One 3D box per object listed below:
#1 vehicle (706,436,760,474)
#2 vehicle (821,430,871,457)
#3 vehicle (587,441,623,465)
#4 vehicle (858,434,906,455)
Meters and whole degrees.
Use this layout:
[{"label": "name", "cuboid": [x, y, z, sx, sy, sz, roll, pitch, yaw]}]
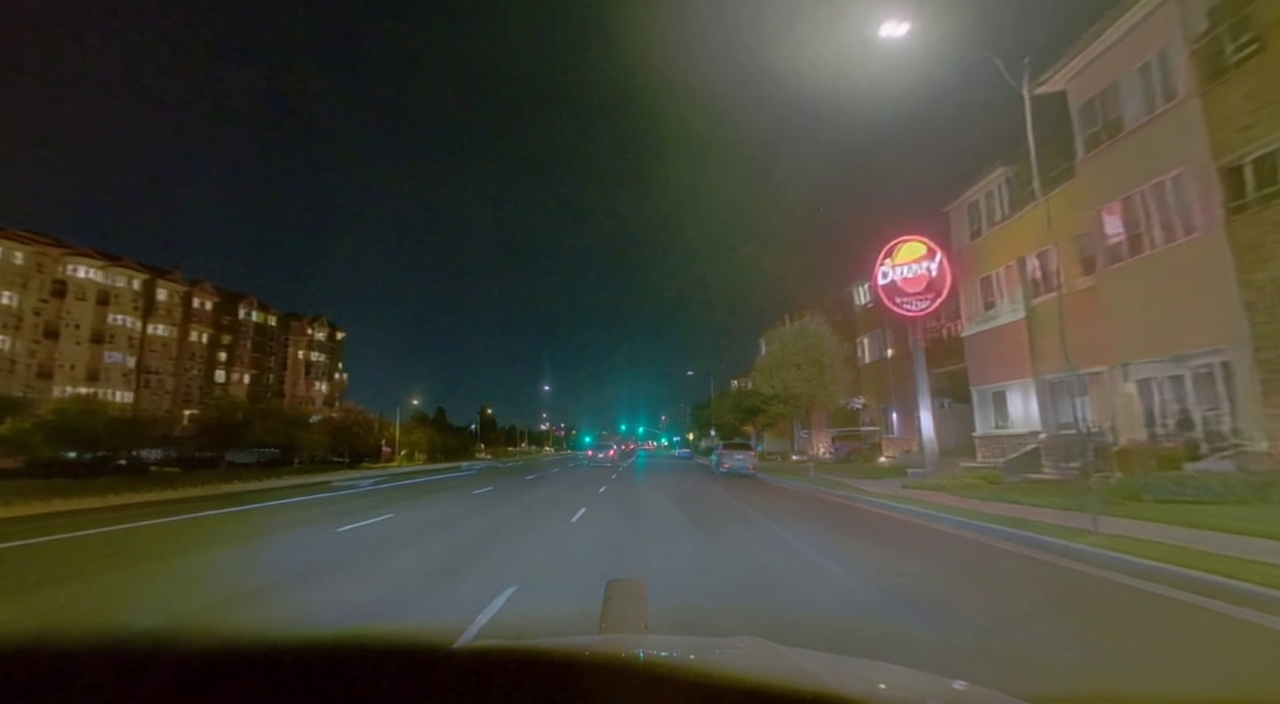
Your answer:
[{"label": "vehicle", "cuboid": [4.588, 5.134, 31.697, 2.067, 1.755, 4.616, 0, -8, 1]}, {"label": "vehicle", "cuboid": [15.061, 6.725, 46.327, 2.202, 1.822, 4.978, -1, -8, 3]}, {"label": "vehicle", "cuboid": [-2.353, 6.983, 43.650, 2.176, 1.543, 4.335, 0, -8, 1]}, {"label": "vehicle", "cuboid": [17.850, 6.879, 46.717, 1.953, 1.488, 4.129, 0, -8, 1]}]
